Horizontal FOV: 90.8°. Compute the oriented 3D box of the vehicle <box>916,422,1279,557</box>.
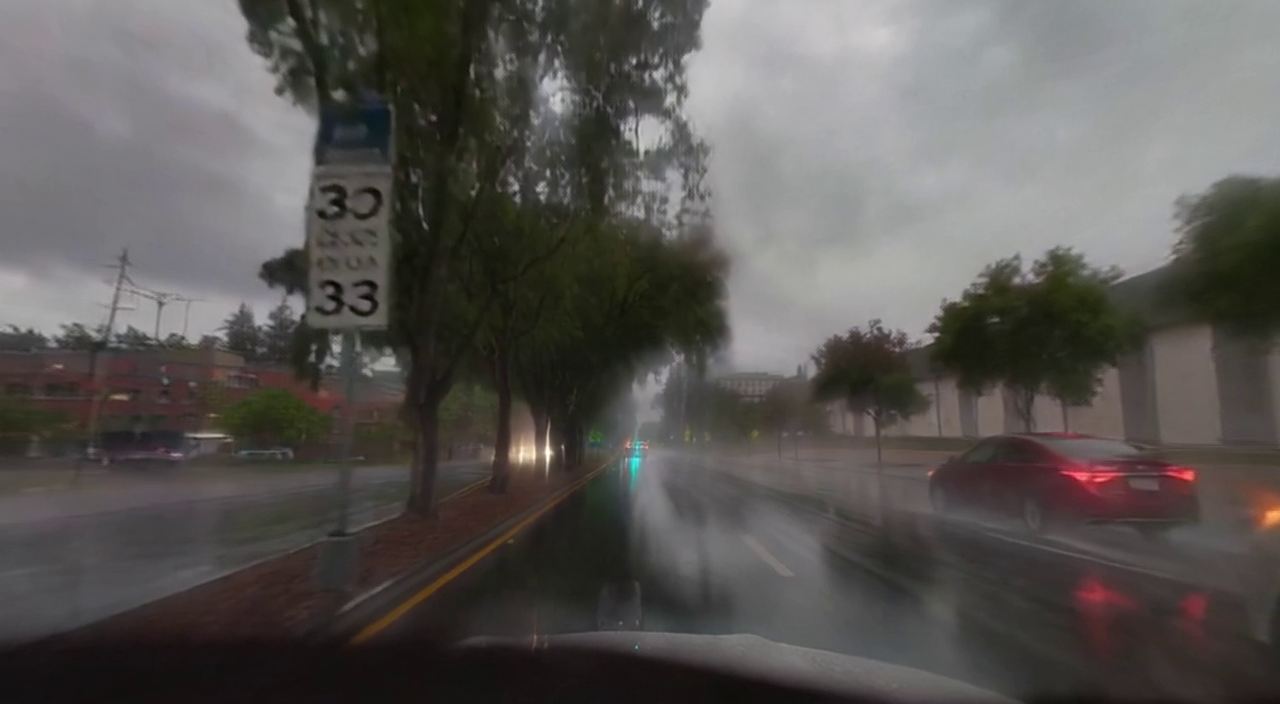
[{"bbox_3d":[6.545,1.970,9.881,2.088,1.524,5.085,0,-9,-1],"label":"vehicle"}]

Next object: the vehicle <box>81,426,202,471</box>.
[{"bbox_3d":[-34.822,6.759,44.298,6.180,2.962,2.395,0,-9,-4],"label":"vehicle"}]
